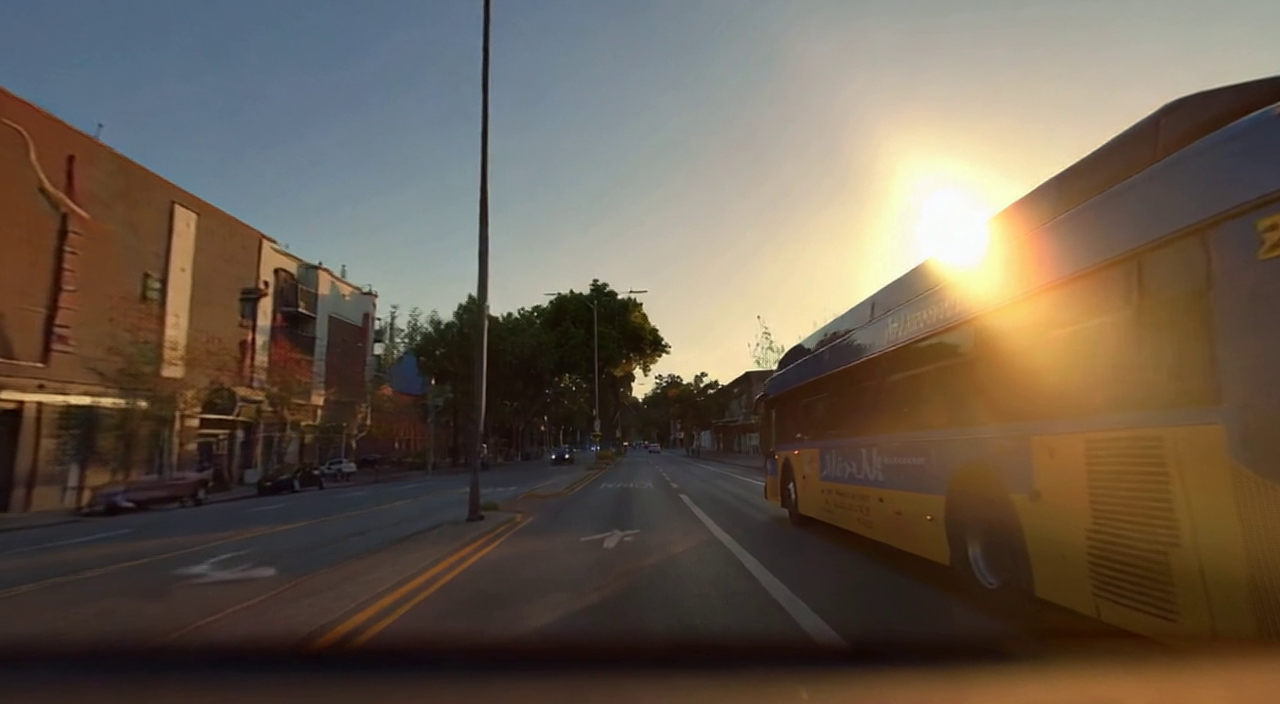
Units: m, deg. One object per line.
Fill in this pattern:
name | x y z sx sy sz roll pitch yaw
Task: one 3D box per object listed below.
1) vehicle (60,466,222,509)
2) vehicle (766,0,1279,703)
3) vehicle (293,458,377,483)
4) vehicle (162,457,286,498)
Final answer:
vehicle | -19.062 5.180 24.308 4.522 1.469 1.840 1 -9 -3
vehicle | 4.164 0.471 5.554 3.194 3.345 12.428 0 -8 -2
vehicle | -19.642 7.639 40.820 4.409 1.508 1.803 1 -9 -3
vehicle | -19.363 5.820 29.545 4.325 1.777 1.948 0 -9 -1
